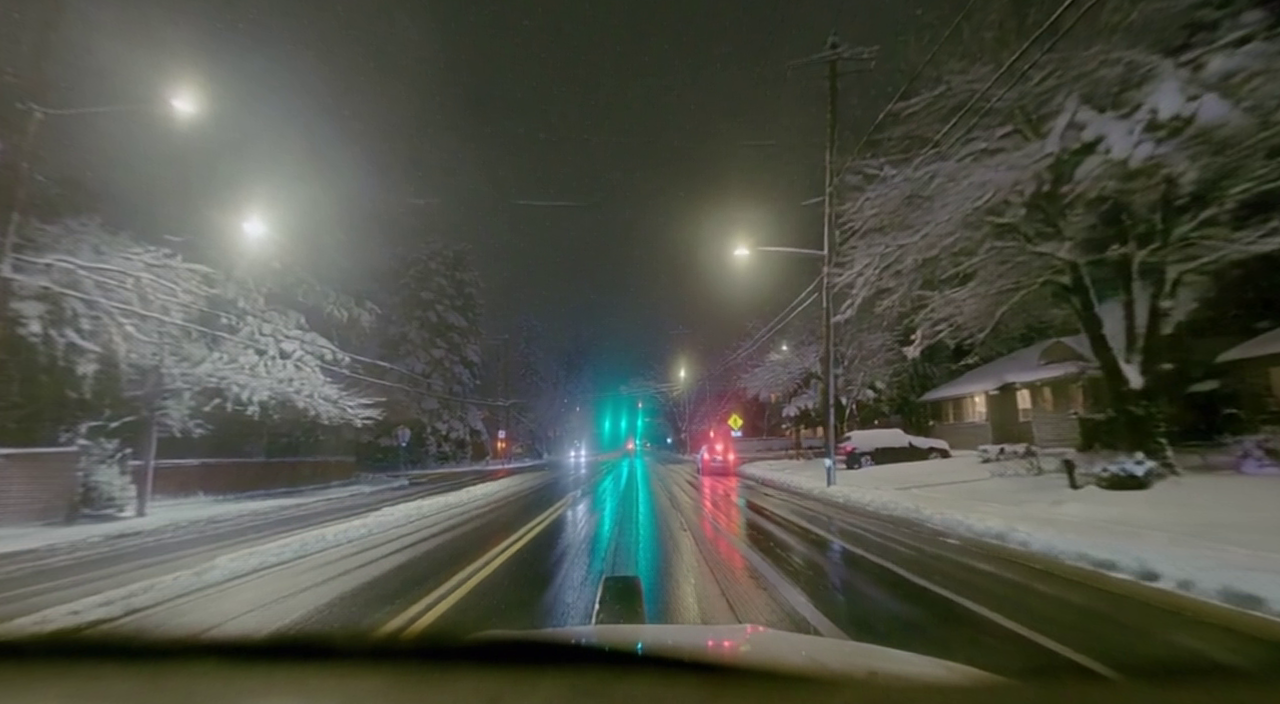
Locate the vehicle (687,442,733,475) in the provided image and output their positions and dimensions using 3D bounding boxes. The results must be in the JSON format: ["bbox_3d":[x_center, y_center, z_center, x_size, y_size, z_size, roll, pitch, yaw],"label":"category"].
[{"bbox_3d":[3.809,5.899,35.190,1.900,1.661,4.346,0,-9,-2],"label":"vehicle"}]

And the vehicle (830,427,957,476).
[{"bbox_3d":[10.184,4.017,25.499,4.434,1.730,2.081,-6,-10,23],"label":"vehicle"}]

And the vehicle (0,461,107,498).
[{"bbox_3d":[-35.524,7.624,38.113,1.986,1.854,5.454,-1,-8,-1],"label":"vehicle"}]
